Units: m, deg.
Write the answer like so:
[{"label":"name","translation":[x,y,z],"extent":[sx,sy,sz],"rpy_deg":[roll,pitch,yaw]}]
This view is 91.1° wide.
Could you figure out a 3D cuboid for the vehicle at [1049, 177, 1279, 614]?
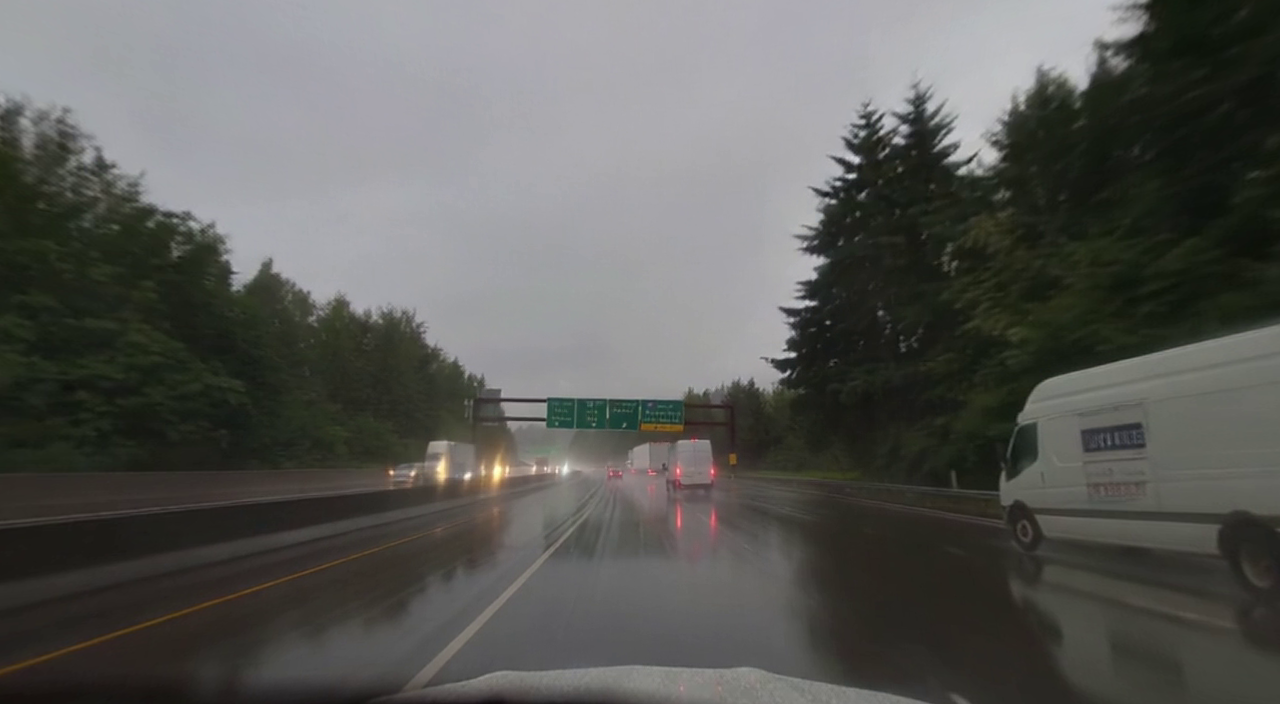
[{"label":"vehicle","translation":[7.555,-0.303,1.965],"extent":[2.866,4.102,14.351],"rpy_deg":[1,-10,0]}]

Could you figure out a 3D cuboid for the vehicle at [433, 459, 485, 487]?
[{"label":"vehicle","translation":[-11.140,7.463,38.890],"extent":[1.950,1.577,4.374],"rpy_deg":[1,-10,-1]}]

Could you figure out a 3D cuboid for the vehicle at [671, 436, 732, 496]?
[{"label":"vehicle","translation":[2.893,5.616,30.970],"extent":[2.291,2.639,5.280],"rpy_deg":[1,-10,-2]}]

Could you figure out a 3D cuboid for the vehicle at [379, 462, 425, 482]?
[{"label":"vehicle","translation":[-18.370,9.282,48.633],"extent":[1.875,1.453,4.480],"rpy_deg":[1,-10,-1]}]
